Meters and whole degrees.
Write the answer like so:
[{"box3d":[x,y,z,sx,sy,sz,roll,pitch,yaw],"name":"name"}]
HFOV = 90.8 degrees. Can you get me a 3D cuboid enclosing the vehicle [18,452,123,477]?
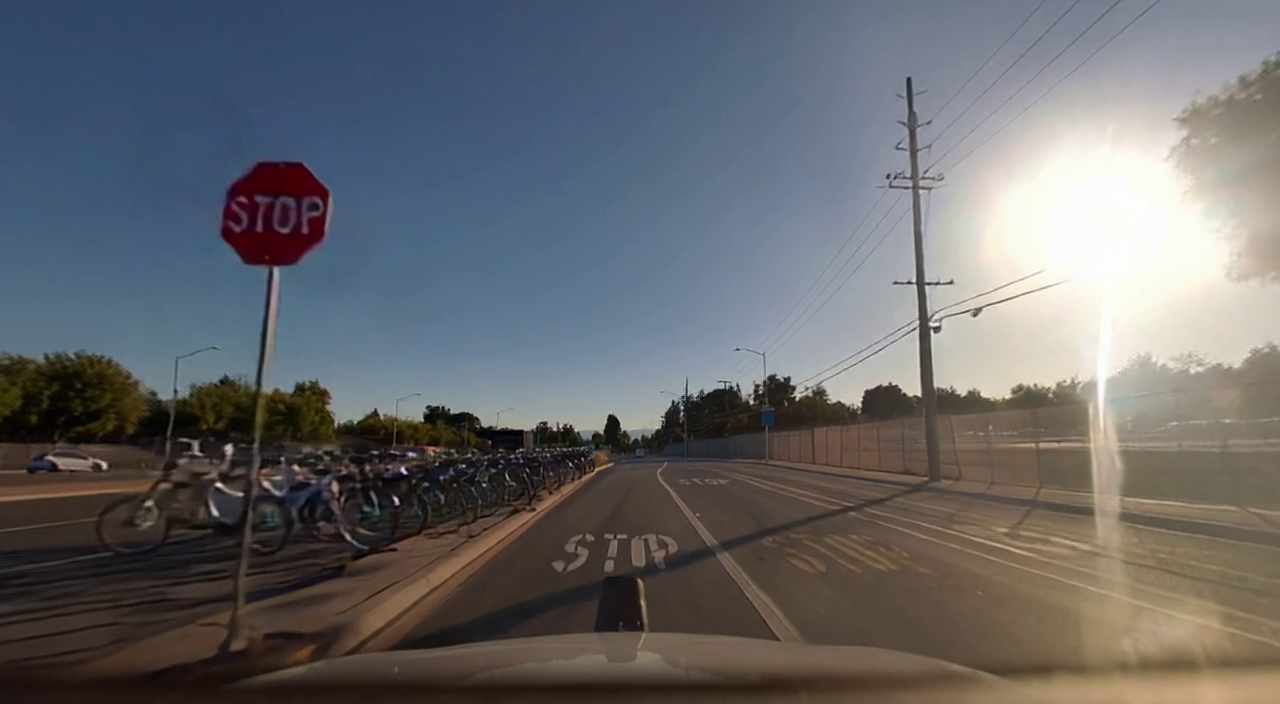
[{"box3d":[-33.786,6.668,37.560,4.327,1.402,1.757,0,-9,-4],"name":"vehicle"}]
